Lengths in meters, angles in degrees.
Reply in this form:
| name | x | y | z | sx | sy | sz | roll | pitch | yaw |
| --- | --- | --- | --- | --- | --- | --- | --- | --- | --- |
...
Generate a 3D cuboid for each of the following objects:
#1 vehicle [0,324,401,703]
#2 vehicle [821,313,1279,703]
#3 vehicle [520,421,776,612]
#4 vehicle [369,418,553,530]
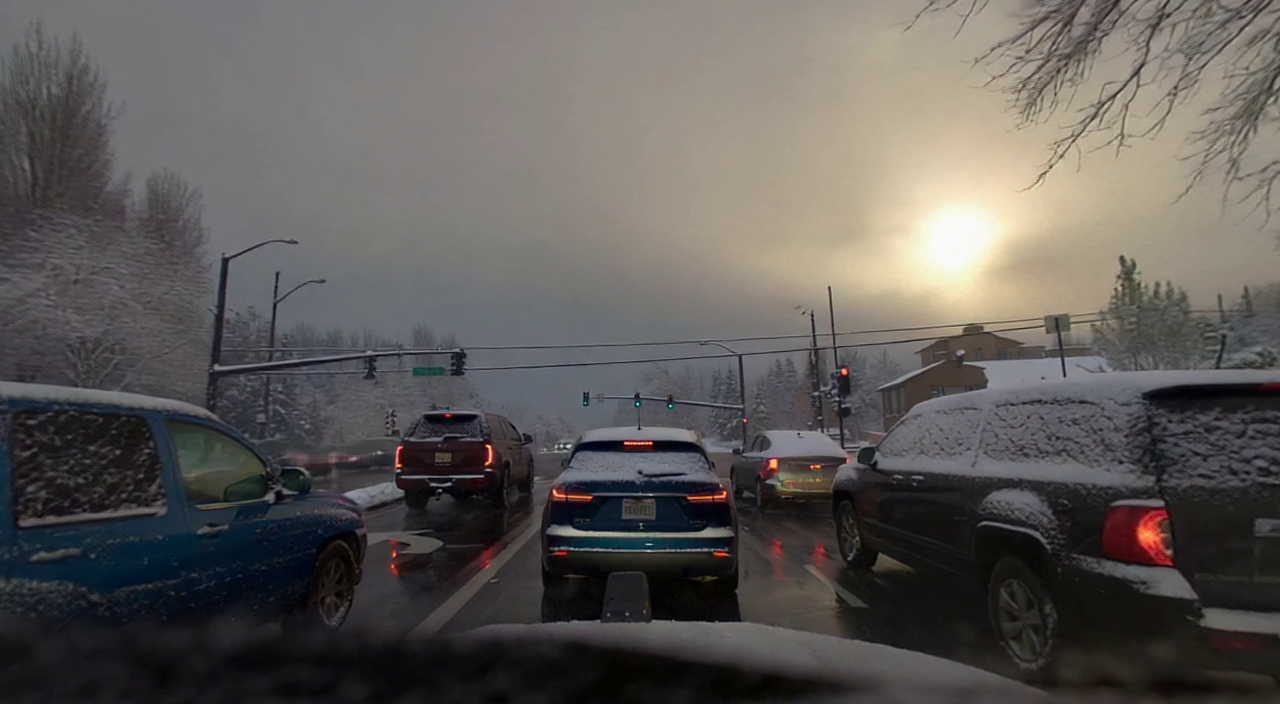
| name | x | y | z | sx | sy | sz | roll | pitch | yaw |
| --- | --- | --- | --- | --- | --- | --- | --- | --- | --- |
| vehicle | -3.118 | 0.952 | 3.295 | 1.982 | 1.721 | 4.261 | 0 | -8 | 1 |
| vehicle | 3.215 | 1.102 | 4.728 | 2.141 | 1.833 | 4.704 | 0 | -8 | -2 |
| vehicle | 0.024 | 1.596 | 7.025 | 2.021 | 1.490 | 3.948 | 0 | -8 | -1 |
| vehicle | -3.183 | 2.298 | 12.445 | 2.117 | 1.772 | 4.619 | 0 | -8 | 2 |
